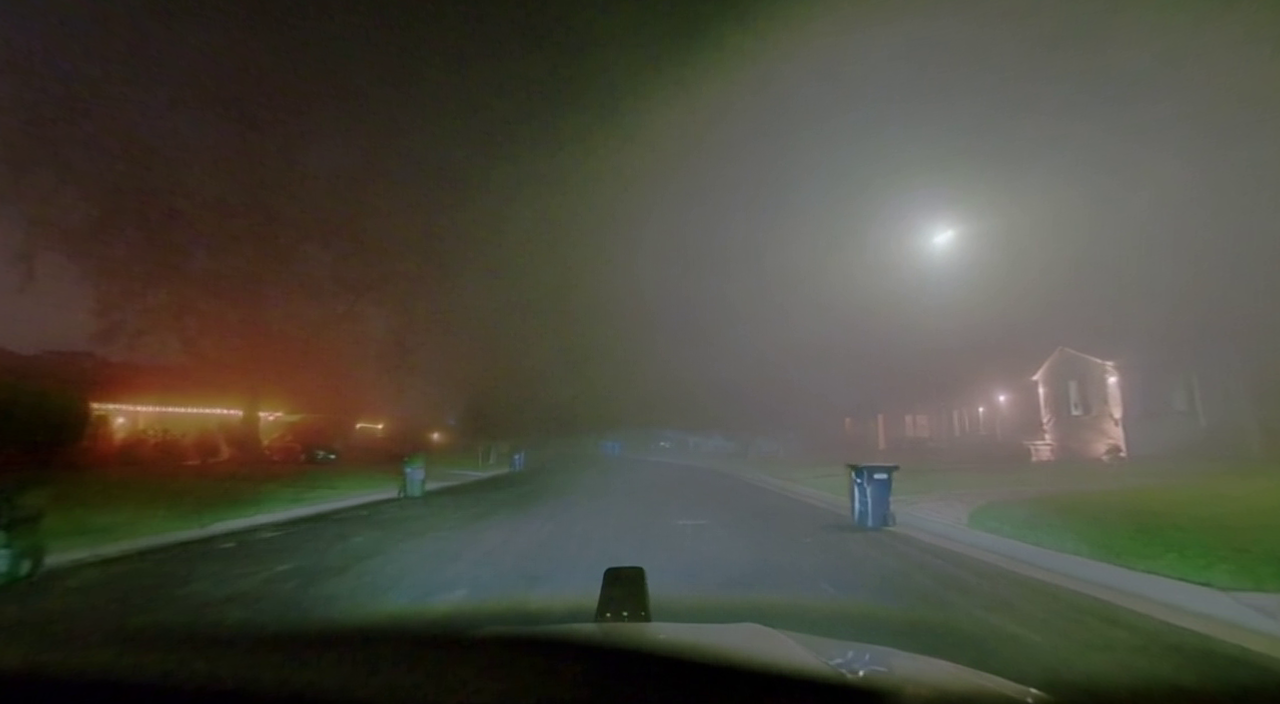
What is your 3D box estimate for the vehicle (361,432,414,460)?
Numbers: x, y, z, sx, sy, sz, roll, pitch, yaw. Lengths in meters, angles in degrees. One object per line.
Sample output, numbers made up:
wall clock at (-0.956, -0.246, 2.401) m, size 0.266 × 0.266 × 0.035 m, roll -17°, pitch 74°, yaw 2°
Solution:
vehicle at (-18.640, 6.986, 46.756) m, size 2.407 × 1.912 × 5.091 m, roll 1°, pitch -8°, yaw -8°
